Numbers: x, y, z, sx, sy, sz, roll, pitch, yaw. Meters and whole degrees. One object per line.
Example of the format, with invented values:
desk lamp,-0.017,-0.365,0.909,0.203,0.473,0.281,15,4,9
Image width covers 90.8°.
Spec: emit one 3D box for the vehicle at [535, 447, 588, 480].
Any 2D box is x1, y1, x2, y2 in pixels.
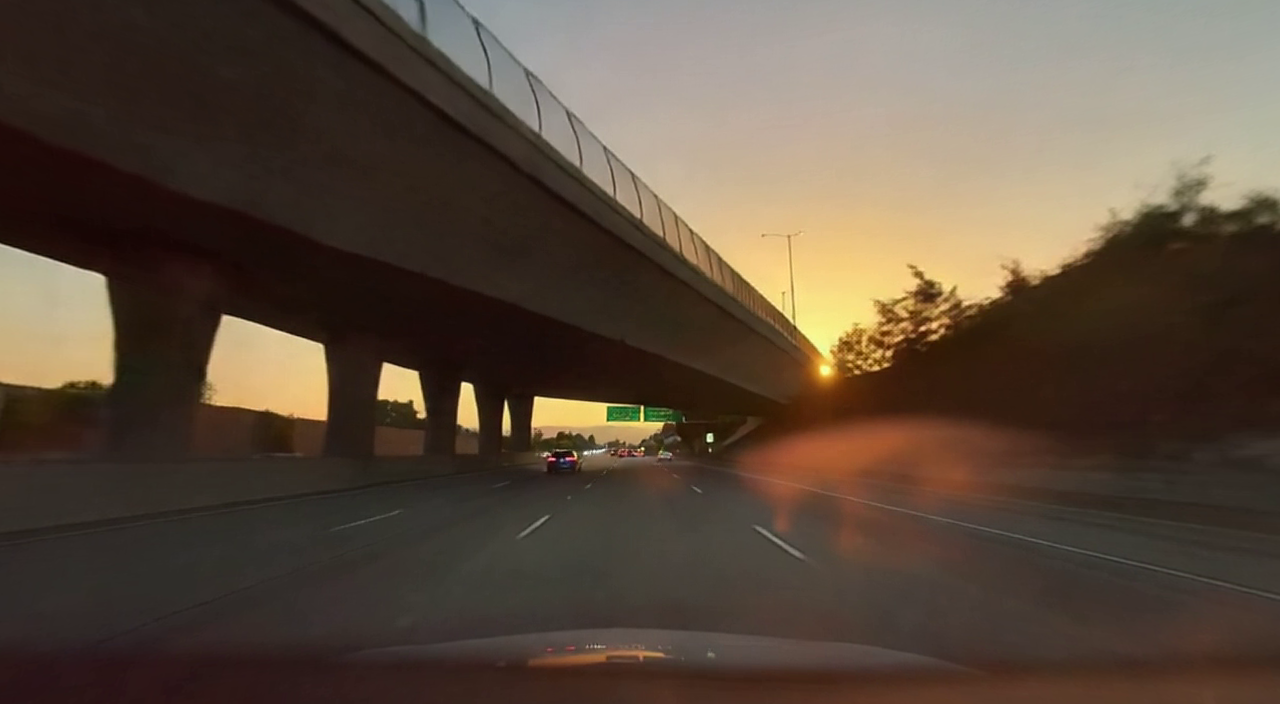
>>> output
vehicle,-3.771,5.442,31.177,2.037,1.514,4.335,0,-9,0
